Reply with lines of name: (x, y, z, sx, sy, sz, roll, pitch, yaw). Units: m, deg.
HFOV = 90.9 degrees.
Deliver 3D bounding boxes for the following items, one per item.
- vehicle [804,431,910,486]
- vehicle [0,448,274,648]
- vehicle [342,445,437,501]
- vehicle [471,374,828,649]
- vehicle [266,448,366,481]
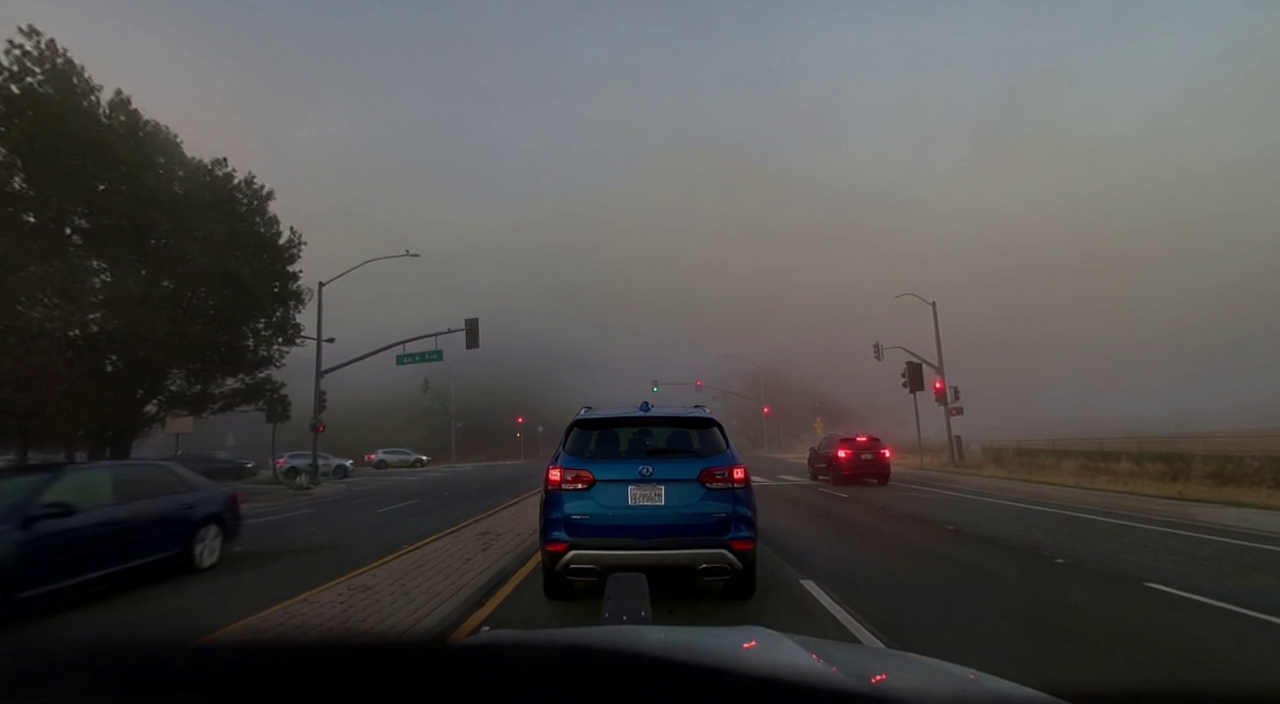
vehicle: (7.105, 3.528, 21.212, 2.012, 1.636, 4.352, 0, -8, 0)
vehicle: (-6.114, 1.700, 6.119, 2.425, 1.480, 4.707, 0, -8, -2)
vehicle: (-8.224, 3.955, 21.177, 2.192, 1.606, 4.510, 2, -8, -12)
vehicle: (0.049, 1.330, 6.225, 2.298, 1.770, 4.138, 0, -8, 0)
vehicle: (-17.547, 6.066, 34.190, 4.608, 1.680, 2.026, -3, -9, 16)
